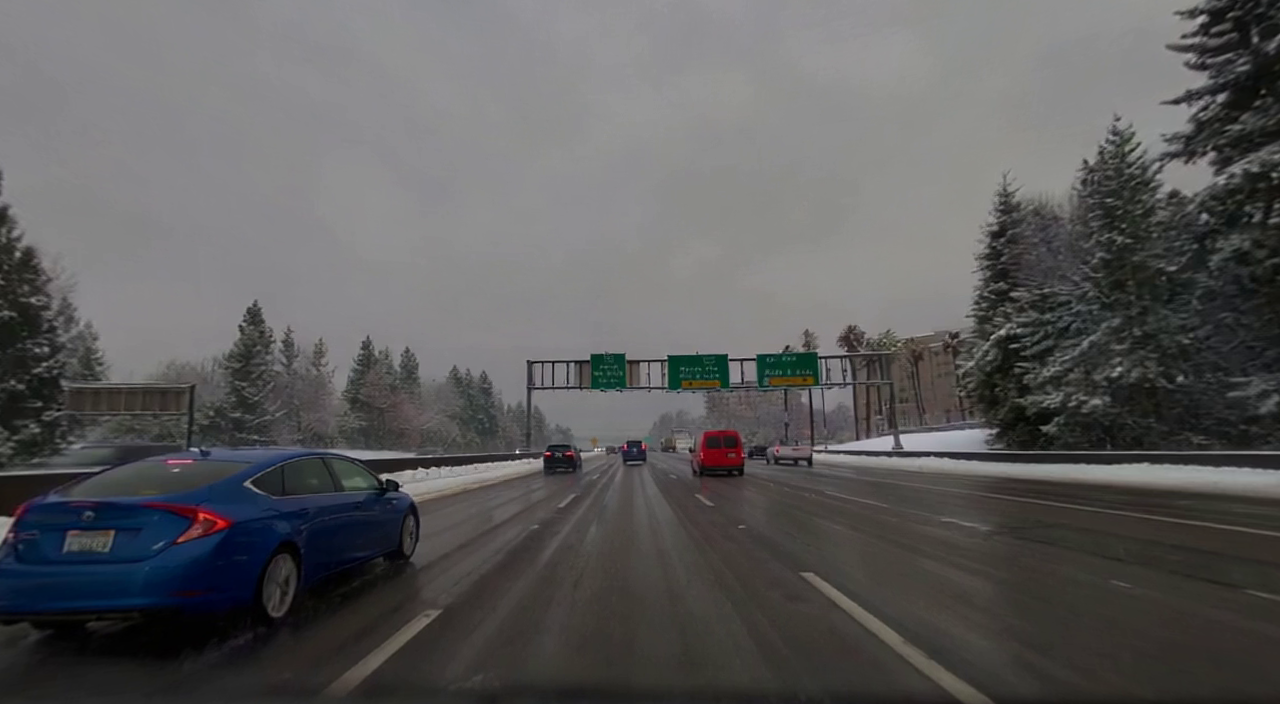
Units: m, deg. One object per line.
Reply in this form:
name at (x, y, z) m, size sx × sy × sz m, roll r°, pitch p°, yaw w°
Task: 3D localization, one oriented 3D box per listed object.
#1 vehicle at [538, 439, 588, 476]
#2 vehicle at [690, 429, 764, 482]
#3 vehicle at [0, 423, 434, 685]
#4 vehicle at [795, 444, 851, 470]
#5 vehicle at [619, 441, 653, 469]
vehicle at (-4.049, 5.641, 33.965) m, size 2.109 × 1.793 × 4.613 m, roll 0°, pitch -9°, yaw 0°
vehicle at (3.624, 4.492, 27.682) m, size 2.250 × 2.074 × 5.723 m, roll 0°, pitch -9°, yaw -2°
vehicle at (-3.638, 1.481, 5.830) m, size 1.991 × 1.469 × 4.381 m, roll 0°, pitch -9°, yaw 0°
vehicle at (11.628, 6.733, 40.597) m, size 2.010 × 1.535 × 4.980 m, roll 0°, pitch -9°, yaw -1°
vehicle at (-0.302, 7.016, 43.135) m, size 2.212 × 1.786 × 4.198 m, roll 0°, pitch -9°, yaw -1°
